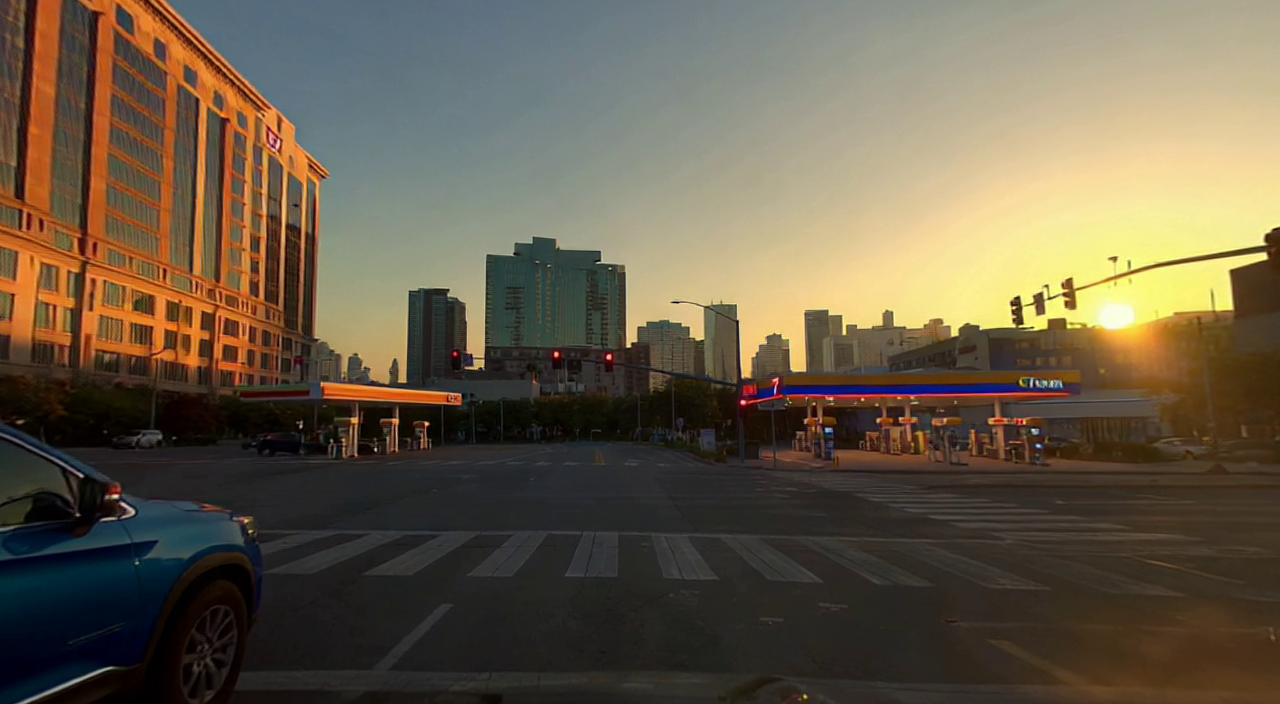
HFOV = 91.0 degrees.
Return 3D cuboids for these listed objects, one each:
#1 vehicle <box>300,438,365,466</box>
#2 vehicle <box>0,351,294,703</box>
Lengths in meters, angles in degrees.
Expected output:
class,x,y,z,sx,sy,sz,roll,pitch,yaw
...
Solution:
class,x,y,z,sx,sy,sz,roll,pitch,yaw
vehicle,-20.472,6.674,42.135,2.004,1.699,4.486,0,-9,1
vehicle,-3.423,0.803,2.041,2.053,1.690,4.364,0,-9,1
